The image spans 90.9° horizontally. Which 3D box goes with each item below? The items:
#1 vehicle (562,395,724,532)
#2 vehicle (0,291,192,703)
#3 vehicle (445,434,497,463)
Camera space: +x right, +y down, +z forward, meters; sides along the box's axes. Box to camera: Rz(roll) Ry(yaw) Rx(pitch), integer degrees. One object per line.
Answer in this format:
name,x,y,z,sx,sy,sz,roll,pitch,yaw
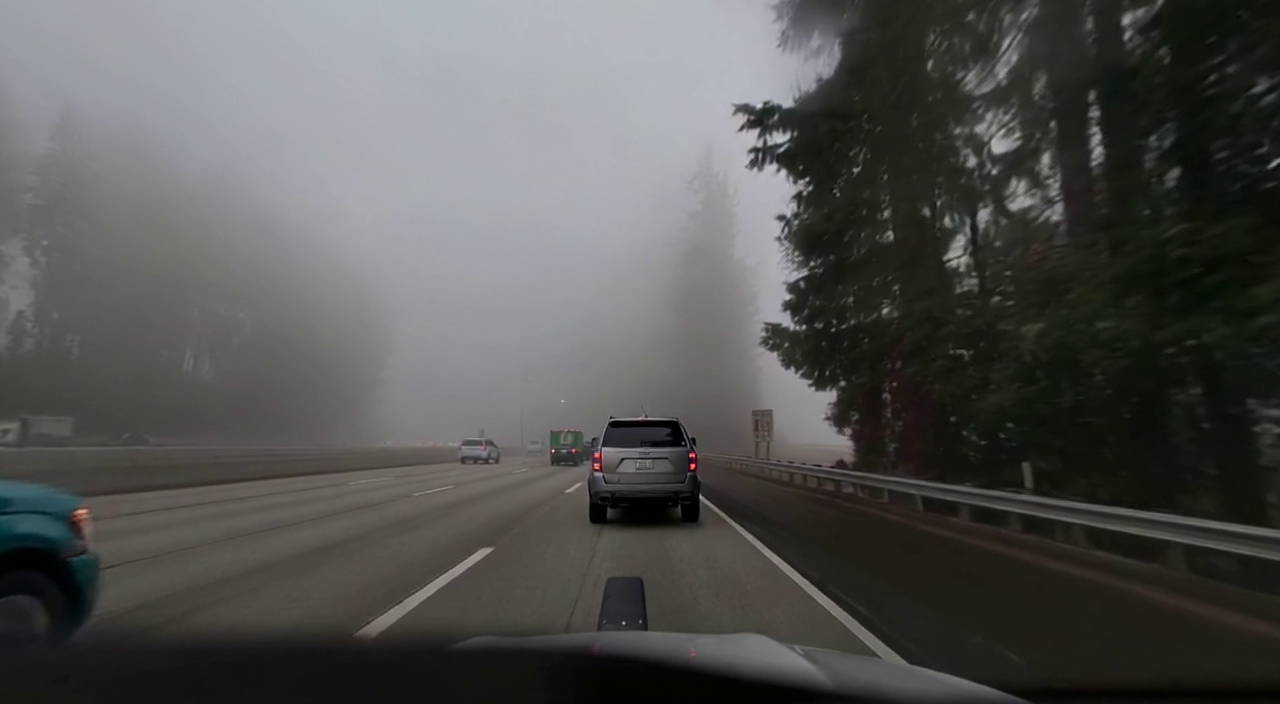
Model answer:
vehicle,0.023,1.997,11.763,2.395,2.013,4.734,0,-8,-1
vehicle,-4.101,0.476,1.088,2.486,1.962,5.525,0,-8,1
vehicle,-10.816,6.219,40.721,2.009,1.771,4.540,0,-8,1
